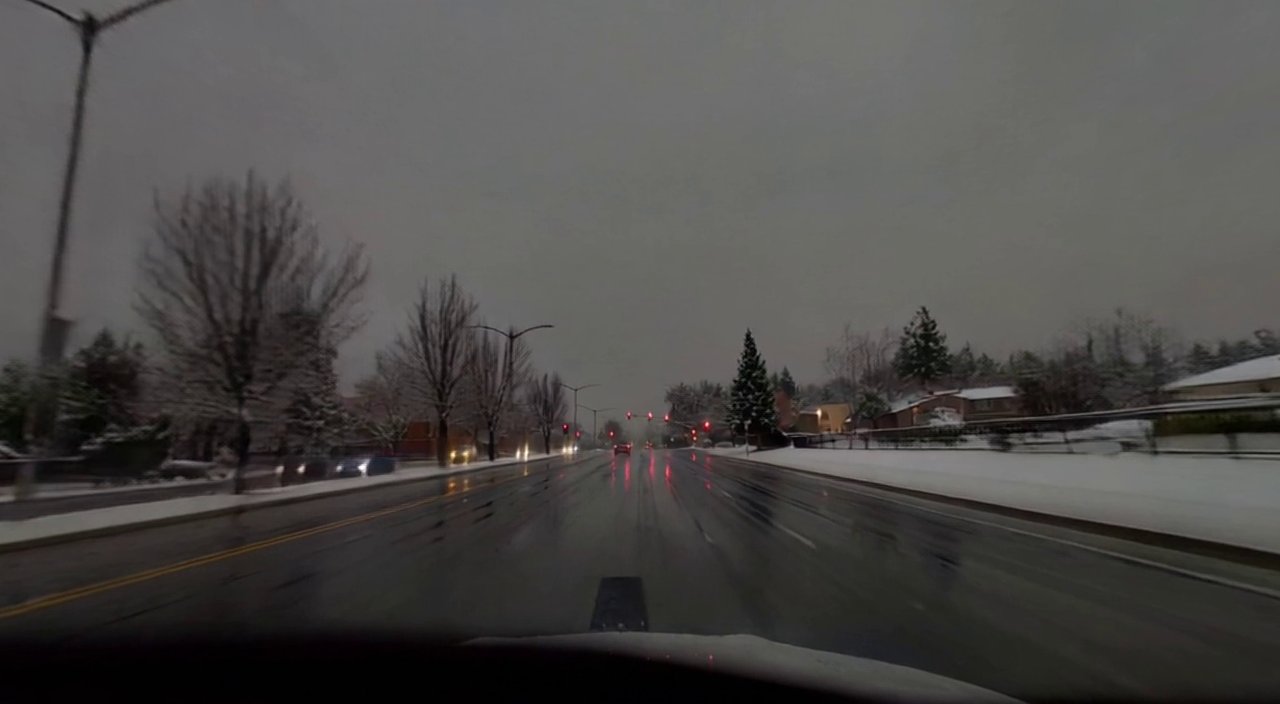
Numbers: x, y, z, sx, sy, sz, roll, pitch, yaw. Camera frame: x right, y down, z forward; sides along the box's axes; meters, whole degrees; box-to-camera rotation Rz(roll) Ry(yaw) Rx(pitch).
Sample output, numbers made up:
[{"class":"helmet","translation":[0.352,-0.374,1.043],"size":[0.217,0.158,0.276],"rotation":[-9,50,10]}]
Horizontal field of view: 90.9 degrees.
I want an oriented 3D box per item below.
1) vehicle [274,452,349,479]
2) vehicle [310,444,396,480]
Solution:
[{"class":"vehicle","translation":[-20.640,7.134,39.838],"size":[2.062,1.504,4.877],"rotation":[0,-9,0]},{"class":"vehicle","translation":[-13.146,5.039,29.162],"size":[1.994,1.518,4.072],"rotation":[0,-9,1]}]
